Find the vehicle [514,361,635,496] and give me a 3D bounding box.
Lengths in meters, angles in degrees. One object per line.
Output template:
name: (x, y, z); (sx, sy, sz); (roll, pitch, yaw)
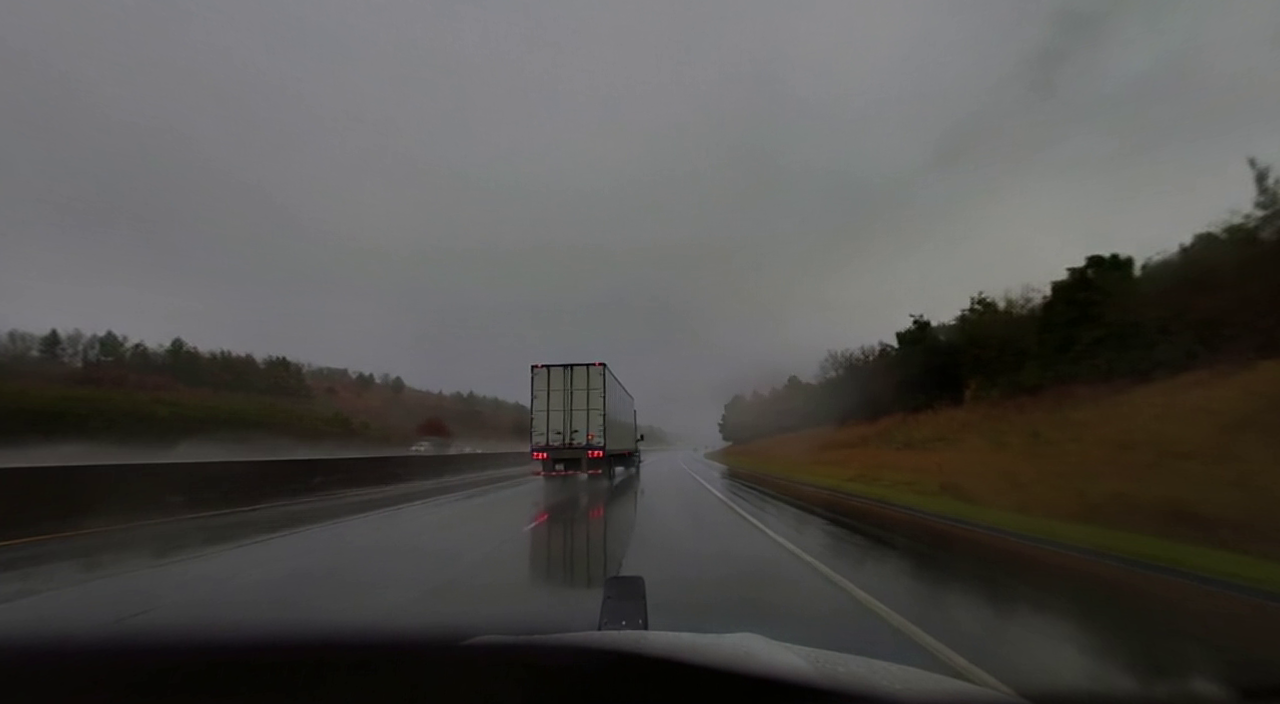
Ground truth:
vehicle: (-2.051, 3.433, 26.535); (2.851, 4.098, 14.436); (0, -9, 3)
